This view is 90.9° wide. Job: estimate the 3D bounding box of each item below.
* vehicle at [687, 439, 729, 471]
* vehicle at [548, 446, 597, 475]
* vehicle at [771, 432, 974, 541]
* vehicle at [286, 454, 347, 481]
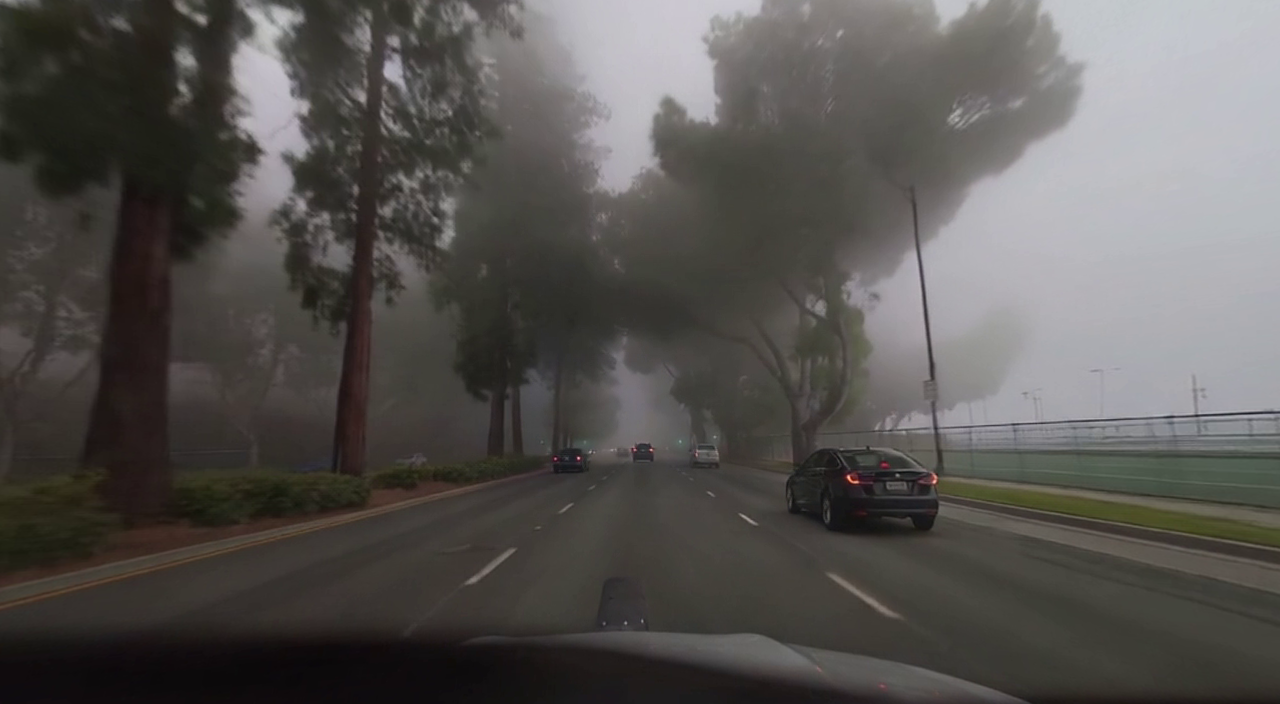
[{"bbox_3d":[3.888,5.974,36.742,1.980,1.709,4.367,0,-9,0],"label":"vehicle"},{"bbox_3d":[-3.378,5.529,32.316,2.013,1.354,3.908,0,-9,1],"label":"vehicle"},{"bbox_3d":[3.717,2.214,11.037,1.919,1.502,4.232,0,-9,0],"label":"vehicle"},{"bbox_3d":[-22.455,7.989,43.921,1.959,1.733,4.681,1,-9,-3],"label":"vehicle"}]
